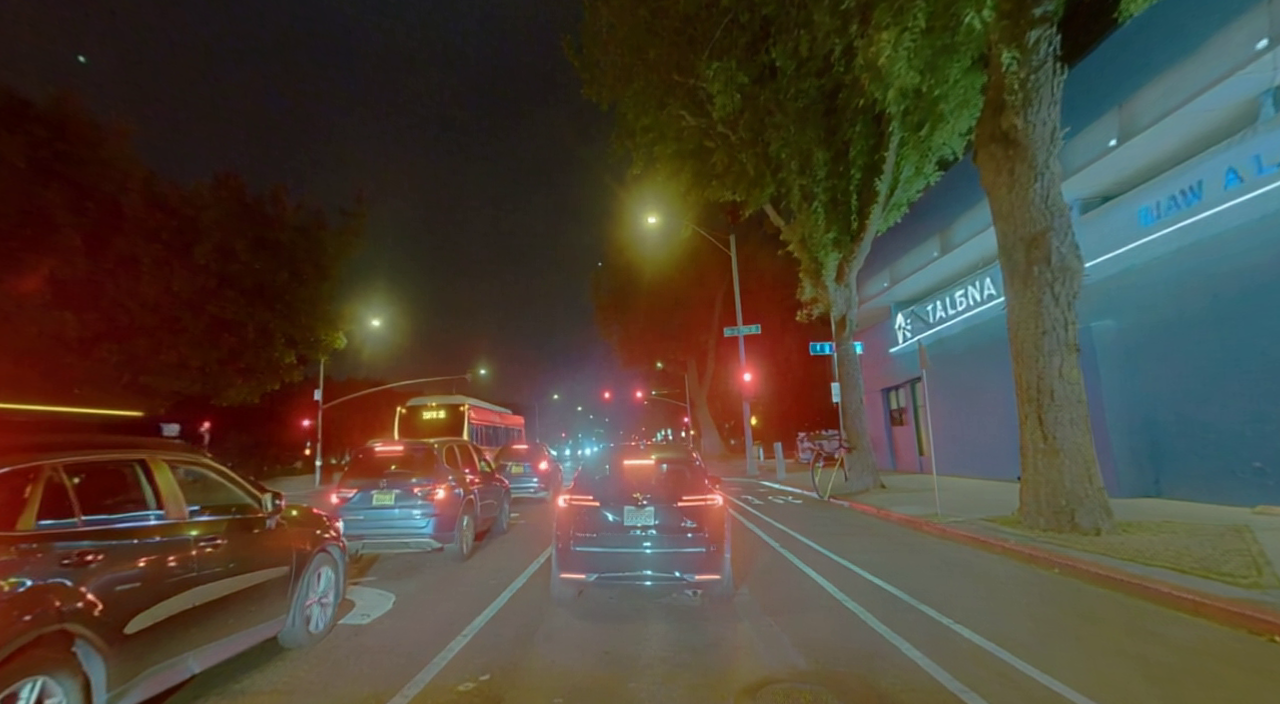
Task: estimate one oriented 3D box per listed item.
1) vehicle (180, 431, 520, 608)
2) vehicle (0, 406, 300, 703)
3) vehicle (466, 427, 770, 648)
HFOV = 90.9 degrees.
[{"bbox_3d":[-2.905,1.754,7.633,1.944,1.481,4.385,0,-8,1],"label":"vehicle"},{"bbox_3d":[-3.167,0.869,1.726,1.867,1.486,4.452,0,-8,2],"label":"vehicle"},{"bbox_3d":[-0.134,1.525,6.170,2.031,1.461,3.763,0,-8,0],"label":"vehicle"}]
